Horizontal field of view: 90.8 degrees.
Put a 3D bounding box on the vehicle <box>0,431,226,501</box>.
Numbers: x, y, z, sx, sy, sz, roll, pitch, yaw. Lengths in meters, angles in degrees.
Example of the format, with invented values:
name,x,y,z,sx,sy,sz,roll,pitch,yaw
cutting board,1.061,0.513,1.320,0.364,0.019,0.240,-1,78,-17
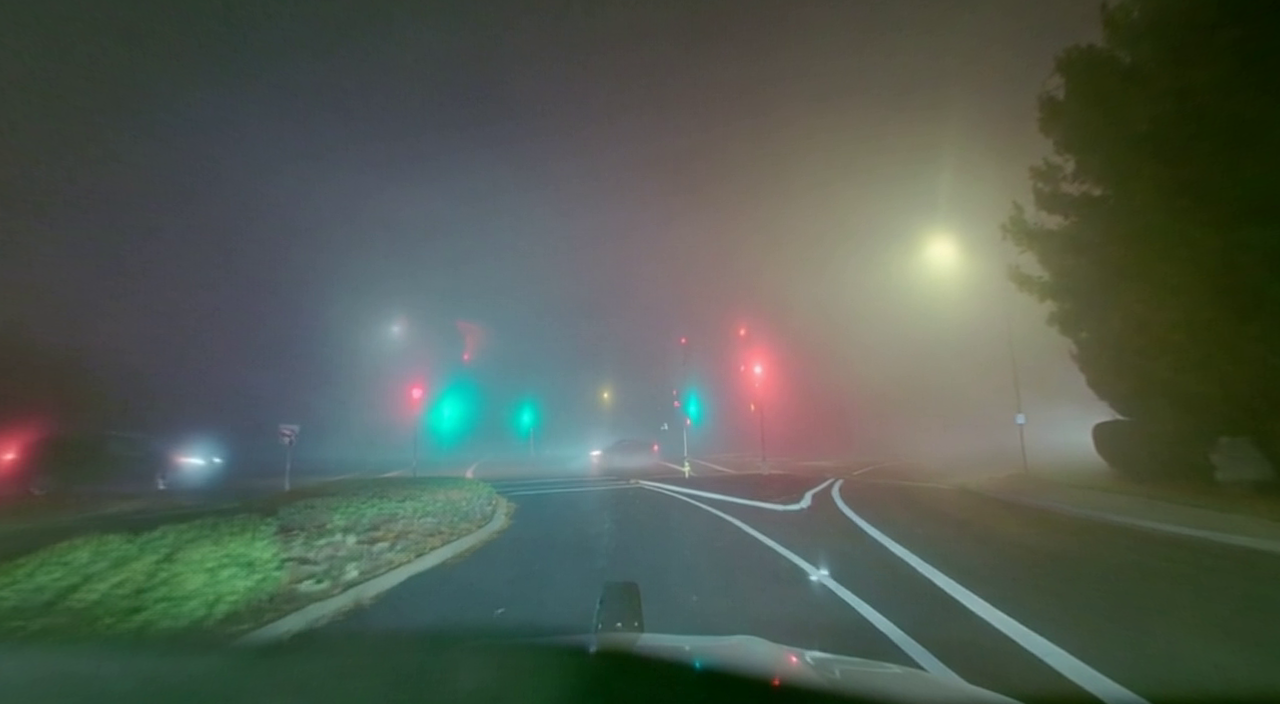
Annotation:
name,x,y,z,sx,sy,sz,roll,pitch,yaw
vehicle,-13.678,2.896,16.437,4.545,1.602,2.014,4,-9,-27

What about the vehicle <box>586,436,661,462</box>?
name,x,y,z,sx,sy,sz,roll,pitch,yaw
vehicle,-1.096,6.470,42.304,4.602,1.667,1.933,4,-10,-28
